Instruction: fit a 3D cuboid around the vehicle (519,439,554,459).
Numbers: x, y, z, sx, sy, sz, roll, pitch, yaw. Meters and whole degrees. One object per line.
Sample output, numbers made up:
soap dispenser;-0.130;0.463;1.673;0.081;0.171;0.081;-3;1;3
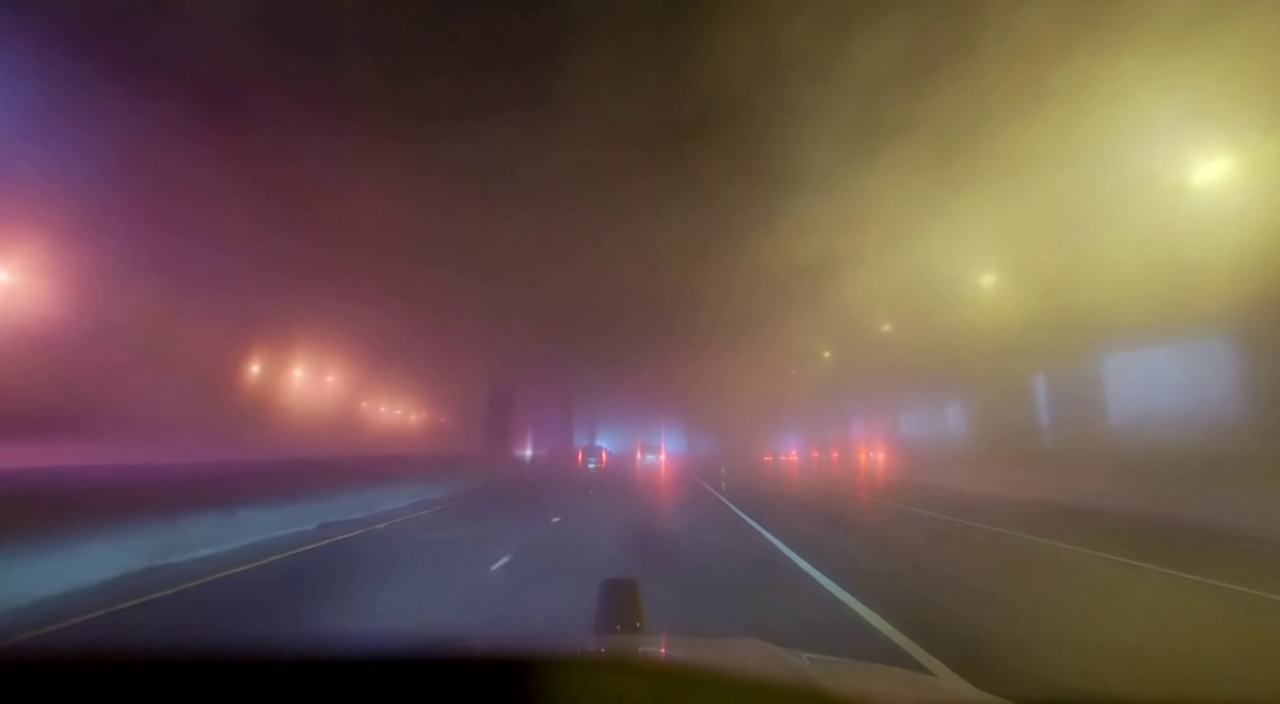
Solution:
vehicle;-7.900;7.422;48.468;1.963;1.414;4.567;0;-8;-1

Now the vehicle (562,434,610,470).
vehicle;-2.713;5.138;32.652;1.961;1.725;4.315;-1;-8;2
